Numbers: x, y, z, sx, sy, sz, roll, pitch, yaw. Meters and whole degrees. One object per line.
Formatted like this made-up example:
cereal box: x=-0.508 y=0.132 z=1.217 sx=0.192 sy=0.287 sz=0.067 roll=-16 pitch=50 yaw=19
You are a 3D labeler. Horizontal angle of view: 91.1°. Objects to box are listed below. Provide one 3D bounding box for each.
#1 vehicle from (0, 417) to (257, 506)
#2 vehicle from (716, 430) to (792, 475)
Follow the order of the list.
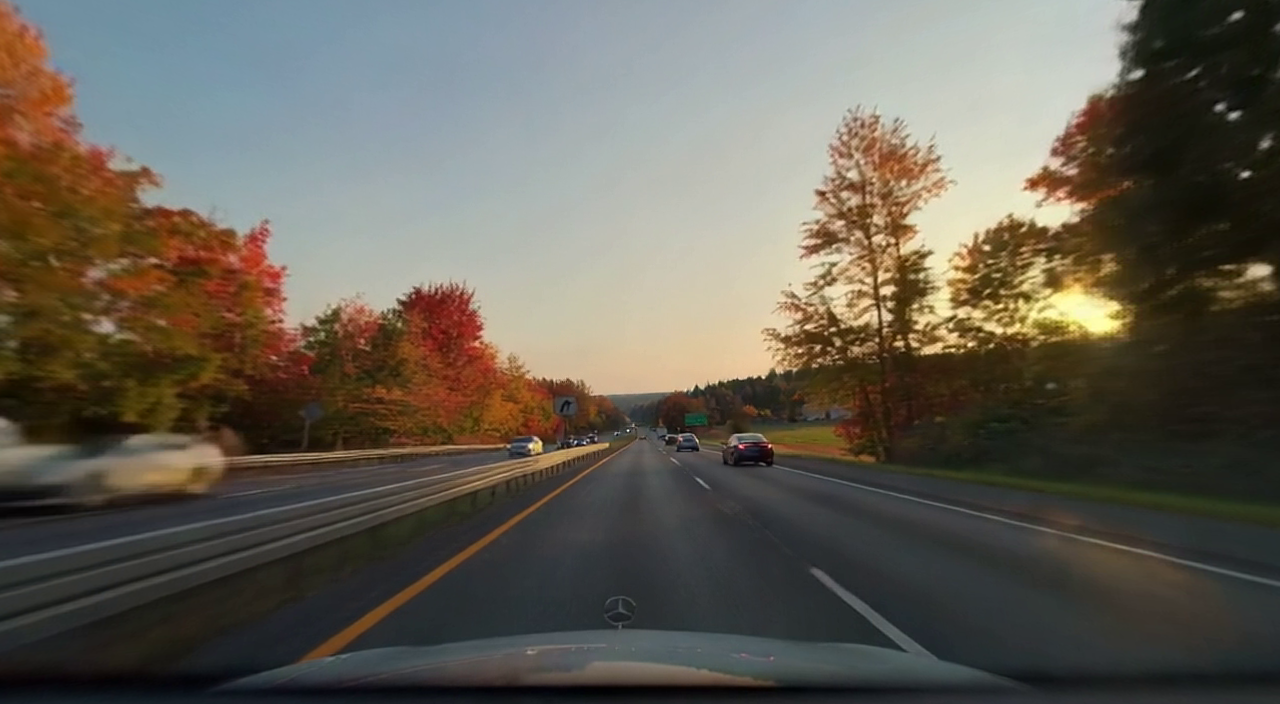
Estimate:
vehicle: x=-13.231 y=2.848 z=16.903 sx=2.121 sy=1.933 sz=5.948 roll=-1 pitch=-8 yaw=0
vehicle: x=4.193 y=3.779 z=23.843 sx=2.024 sy=1.516 sz=4.197 roll=0 pitch=-8 yaw=-1
